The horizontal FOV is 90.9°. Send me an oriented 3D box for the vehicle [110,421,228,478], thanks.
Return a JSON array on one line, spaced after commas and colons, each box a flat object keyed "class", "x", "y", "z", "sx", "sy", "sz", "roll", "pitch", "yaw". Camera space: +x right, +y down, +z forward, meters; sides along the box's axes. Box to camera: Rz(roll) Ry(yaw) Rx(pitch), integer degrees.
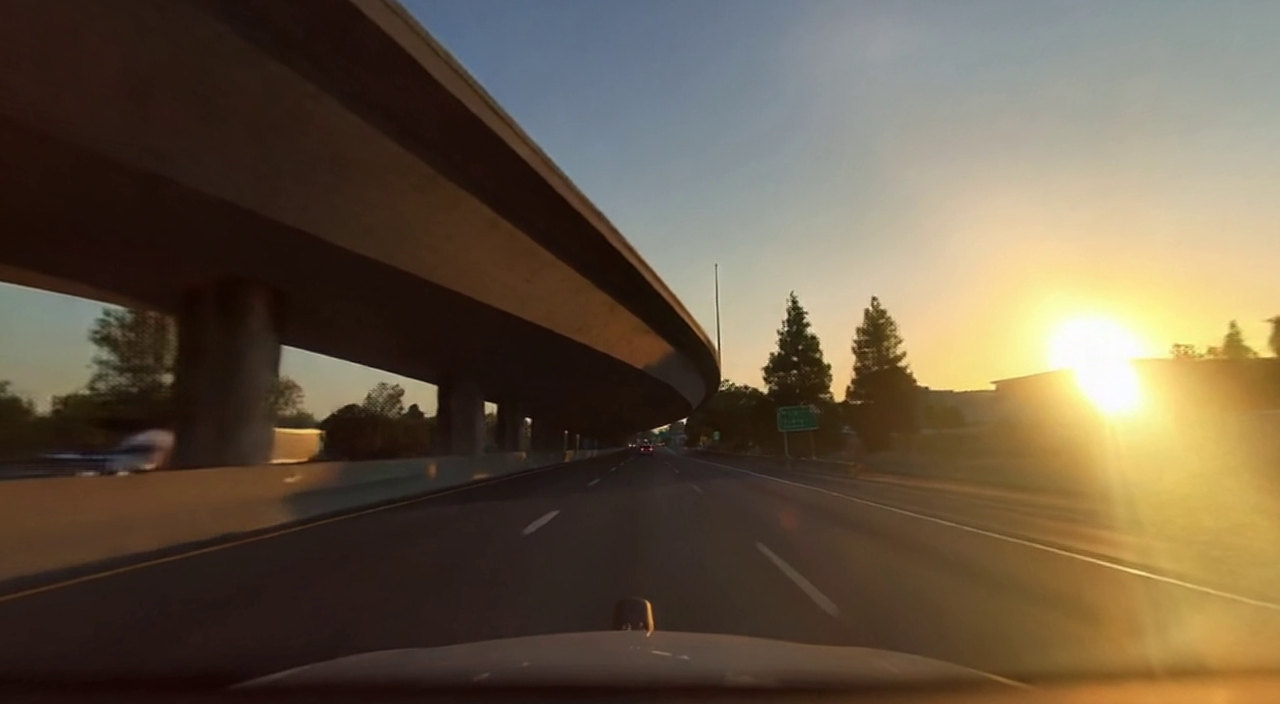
[{"class": "vehicle", "x": -35.649, "y": 7.376, "z": 48.179, "sx": 3.029, "sy": 3.941, "sz": 7.412, "roll": -1, "pitch": -8, "yaw": 1}]
